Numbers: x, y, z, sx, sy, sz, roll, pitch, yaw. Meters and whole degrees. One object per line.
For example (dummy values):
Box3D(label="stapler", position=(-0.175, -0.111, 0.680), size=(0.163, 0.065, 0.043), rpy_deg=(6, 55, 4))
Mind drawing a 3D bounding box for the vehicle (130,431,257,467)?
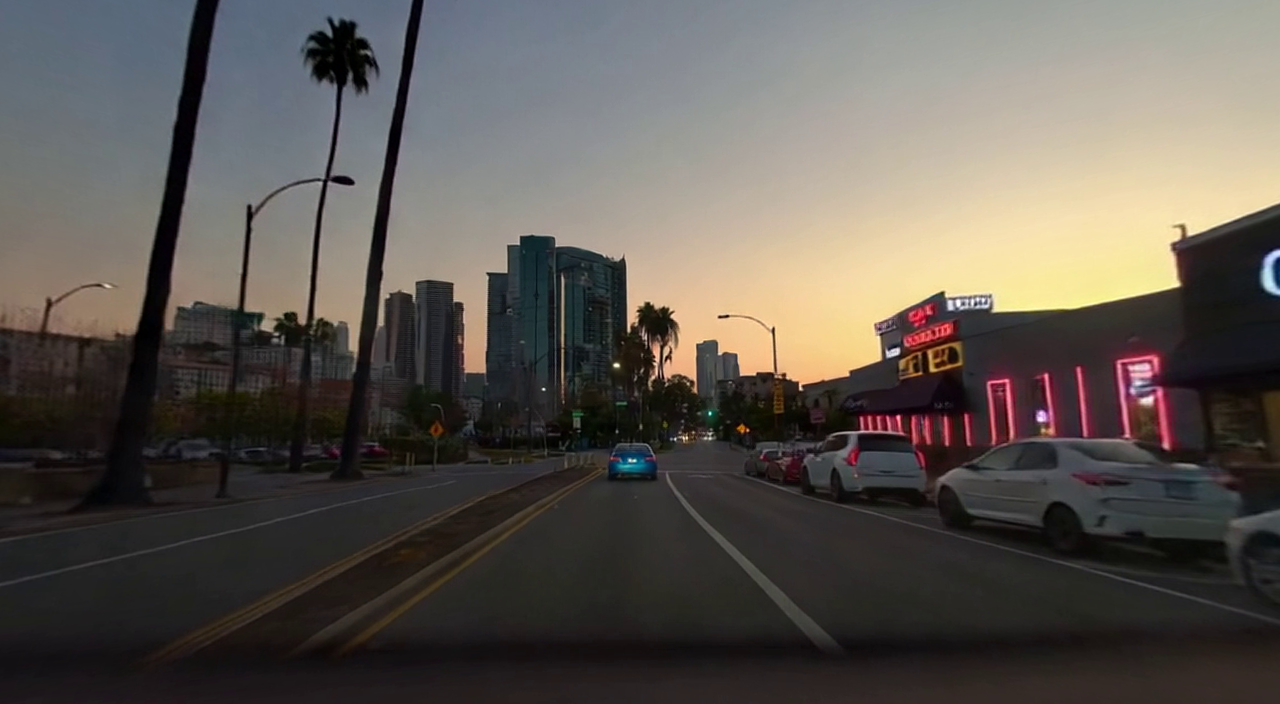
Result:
Box3D(label="vehicle", position=(-32.685, 7.099, 46.584), size=(2.562, 2.387, 6.989), rpy_deg=(-4, -9, 30))

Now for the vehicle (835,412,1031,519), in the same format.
Box3D(label="vehicle", position=(6.092, 2.426, 13.968), size=(2.008, 1.928, 4.774), rpy_deg=(0, -8, 0))

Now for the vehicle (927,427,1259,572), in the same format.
Box3D(label="vehicle", position=(6.117, 1.992, 9.323), size=(1.747, 1.619, 4.157), rpy_deg=(0, -8, -1))

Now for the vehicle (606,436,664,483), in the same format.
Box3D(label="vehicle", position=(-0.227, 4.143, 24.678), size=(2.063, 1.664, 4.471), rpy_deg=(0, -8, -1))
